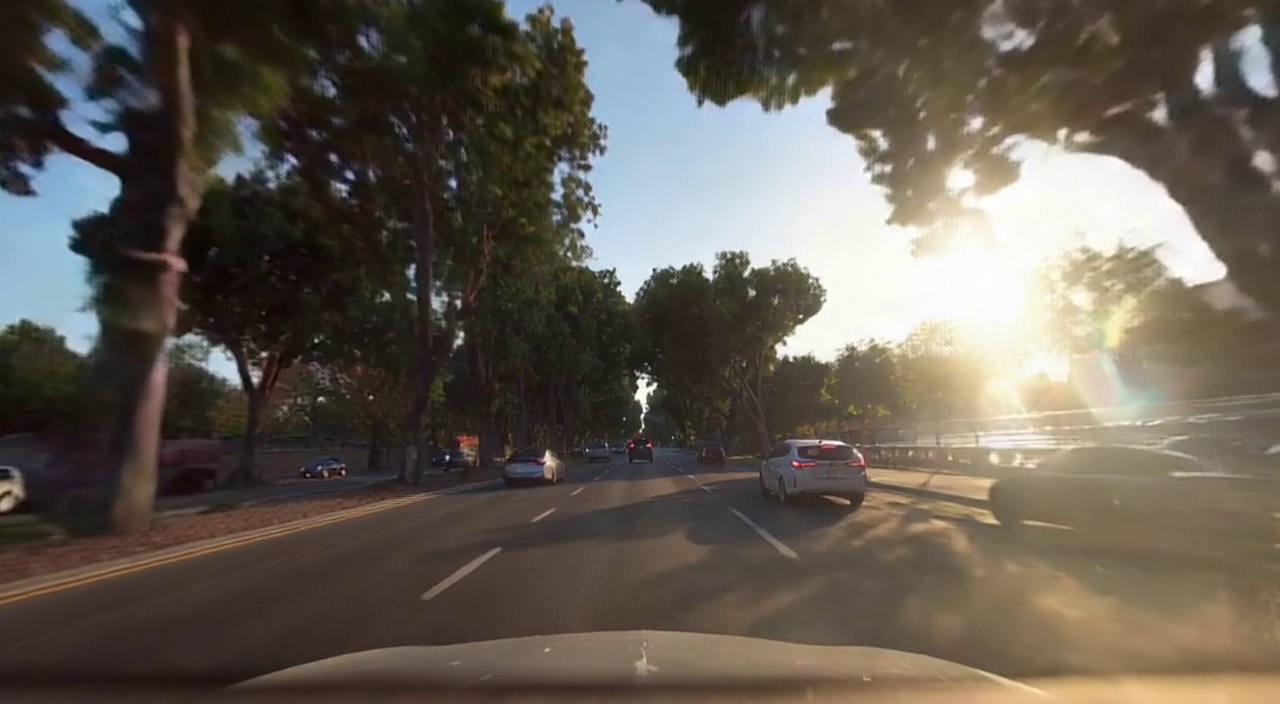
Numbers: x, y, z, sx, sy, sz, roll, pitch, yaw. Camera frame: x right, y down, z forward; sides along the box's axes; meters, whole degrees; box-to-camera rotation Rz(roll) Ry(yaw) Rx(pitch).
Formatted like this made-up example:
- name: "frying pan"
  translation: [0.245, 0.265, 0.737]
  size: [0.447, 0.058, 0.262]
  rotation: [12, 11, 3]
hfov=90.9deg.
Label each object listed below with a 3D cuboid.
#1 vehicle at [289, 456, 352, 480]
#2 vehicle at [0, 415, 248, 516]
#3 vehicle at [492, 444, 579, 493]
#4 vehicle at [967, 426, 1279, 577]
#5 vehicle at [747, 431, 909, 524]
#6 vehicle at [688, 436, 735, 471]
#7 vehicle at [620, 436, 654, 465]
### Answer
- name: "vehicle"
  translation: [-22.620, 8.230, 44.843]
  size: [1.908, 1.483, 4.835]
  rotation: [0, -8, 0]
- name: "vehicle"
  translation: [-23.044, 4.999, 29.211]
  size: [2.833, 3.735, 11.042]
  rotation: [0, -8, -1]
- name: "vehicle"
  translation: [-3.149, 3.577, 19.830]
  size: [2.013, 1.354, 3.908]
  rotation: [0, -8, 1]
- name: "vehicle"
  translation: [6.676, 1.850, 8.695]
  size: [1.909, 1.512, 4.480]
  rotation: [0, -8, 0]
- name: "vehicle"
  translation: [3.473, 2.384, 12.578]
  size: [1.919, 1.502, 4.232]
  rotation: [0, -8, 0]
- name: "vehicle"
  translation: [3.756, 5.425, 33.829]
  size: [1.980, 1.709, 4.367]
  rotation: [1, -8, -1]
- name: "vehicle"
  translation: [-0.224, 6.830, 43.848]
  size: [2.247, 1.882, 4.603]
  rotation: [1, -8, -1]
